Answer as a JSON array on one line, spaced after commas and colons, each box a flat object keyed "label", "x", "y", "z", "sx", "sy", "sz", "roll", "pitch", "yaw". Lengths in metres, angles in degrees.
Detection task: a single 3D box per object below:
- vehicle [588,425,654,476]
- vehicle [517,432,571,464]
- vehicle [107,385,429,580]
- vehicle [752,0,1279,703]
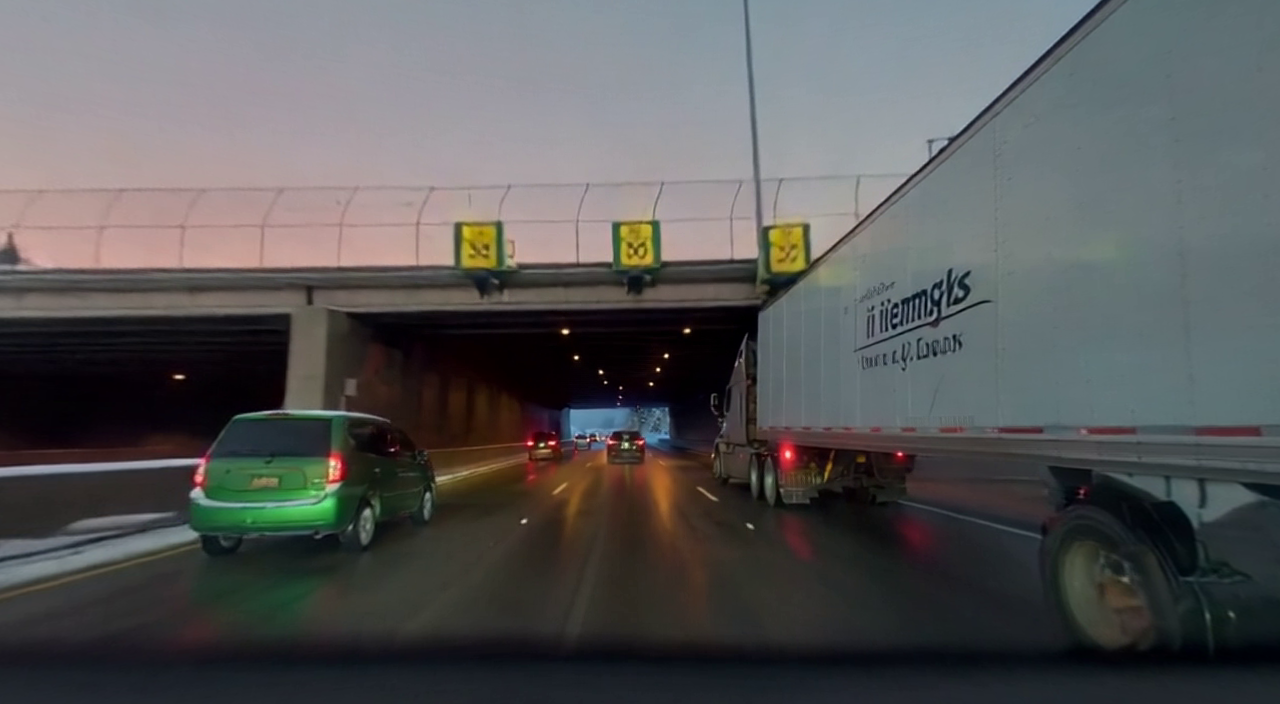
[{"label": "vehicle", "x": -0.647, "y": 3.412, "z": 22.083, "sx": 2.094, "sy": 1.600, "sz": 3.666, "roll": 0, "pitch": -8, "yaw": -1}, {"label": "vehicle", "x": -4.639, "y": 4.702, "z": 31.059, "sx": 2.019, "sy": 1.435, "sz": 4.317, "roll": 0, "pitch": -8, "yaw": -1}, {"label": "vehicle", "x": -3.750, "y": 1.335, "z": 7.031, "sx": 1.826, "sy": 1.695, "sz": 2.870, "roll": 0, "pitch": -8, "yaw": -1}, {"label": "vehicle", "x": 3.908, "y": 0.012, "z": 5.841, "sx": 2.842, "sy": 4.108, "sz": 14.081, "roll": 0, "pitch": -8, "yaw": -1}]
